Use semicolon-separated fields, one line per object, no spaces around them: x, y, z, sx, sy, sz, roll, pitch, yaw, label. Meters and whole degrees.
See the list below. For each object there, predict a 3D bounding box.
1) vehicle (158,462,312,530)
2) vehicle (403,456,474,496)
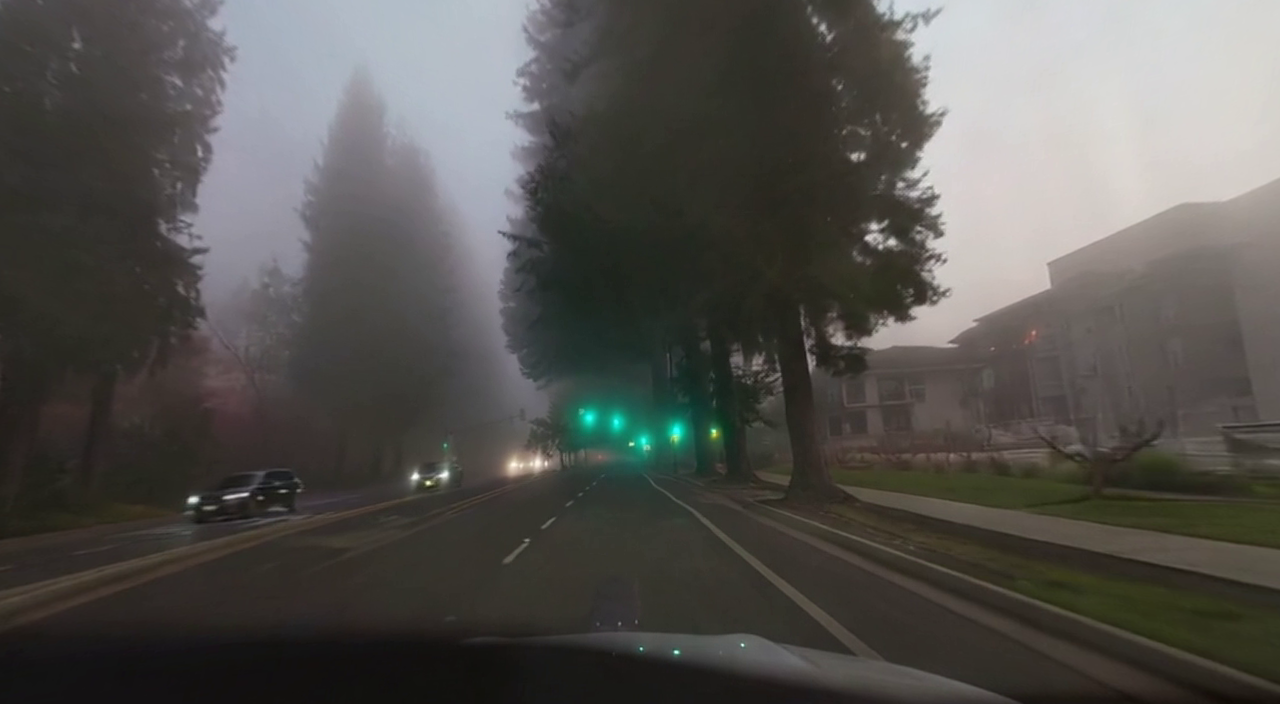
-12.679;4.493;20.148;1.979;1.757;4.514;0;-8;-2;vehicle
-9.661;5.951;30.556;1.984;1.646;4.529;0;-8;-1;vehicle
